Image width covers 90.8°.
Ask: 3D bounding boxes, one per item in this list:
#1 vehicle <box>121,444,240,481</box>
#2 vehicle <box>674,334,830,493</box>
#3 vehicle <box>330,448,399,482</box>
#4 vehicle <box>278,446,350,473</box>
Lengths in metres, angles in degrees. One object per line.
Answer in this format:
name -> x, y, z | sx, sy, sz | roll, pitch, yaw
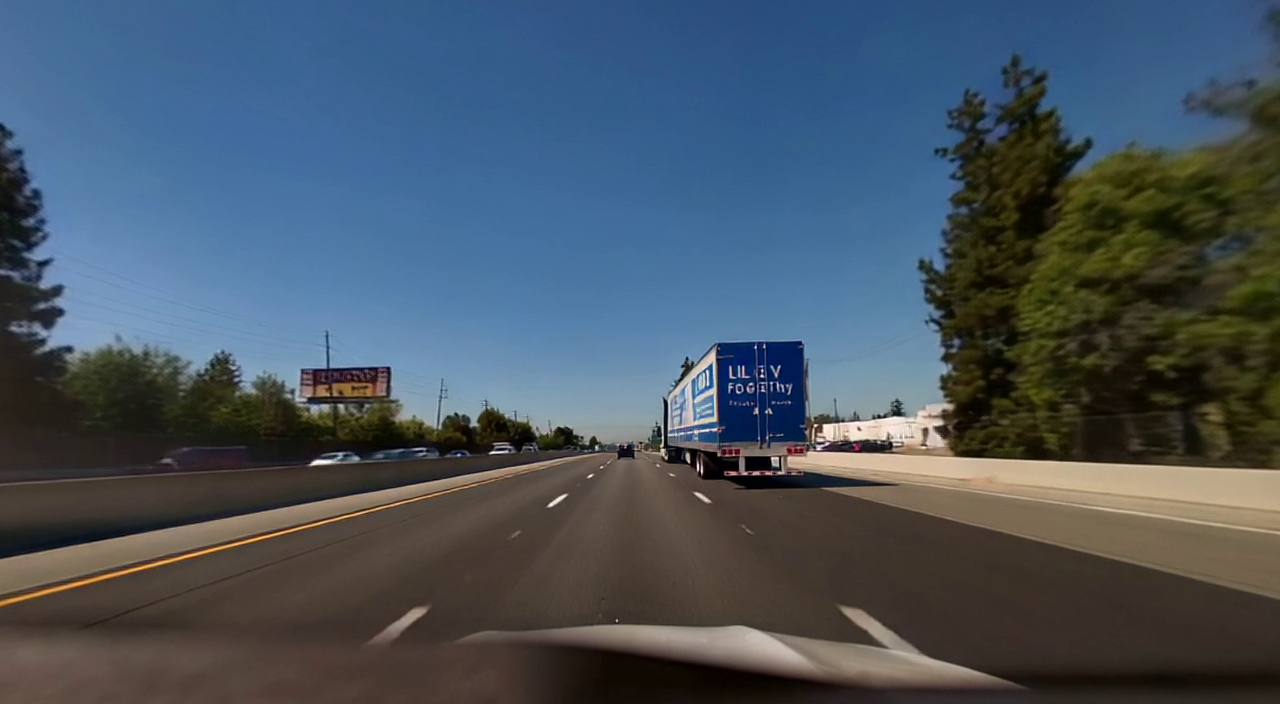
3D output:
vehicle -> -22.148, 5.336, 30.769 | 2.137, 1.618, 5.008 | 0, -9, -1
vehicle -> 3.493, 2.929, 25.898 | 2.891, 4.387, 17.121 | 0, -9, -1
vehicle -> -11.264, 4.613, 26.030 | 1.439, 1.299, 3.155 | 0, -9, -1
vehicle -> -18.682, 6.164, 36.440 | 1.933, 1.487, 4.220 | 0, -9, -1
